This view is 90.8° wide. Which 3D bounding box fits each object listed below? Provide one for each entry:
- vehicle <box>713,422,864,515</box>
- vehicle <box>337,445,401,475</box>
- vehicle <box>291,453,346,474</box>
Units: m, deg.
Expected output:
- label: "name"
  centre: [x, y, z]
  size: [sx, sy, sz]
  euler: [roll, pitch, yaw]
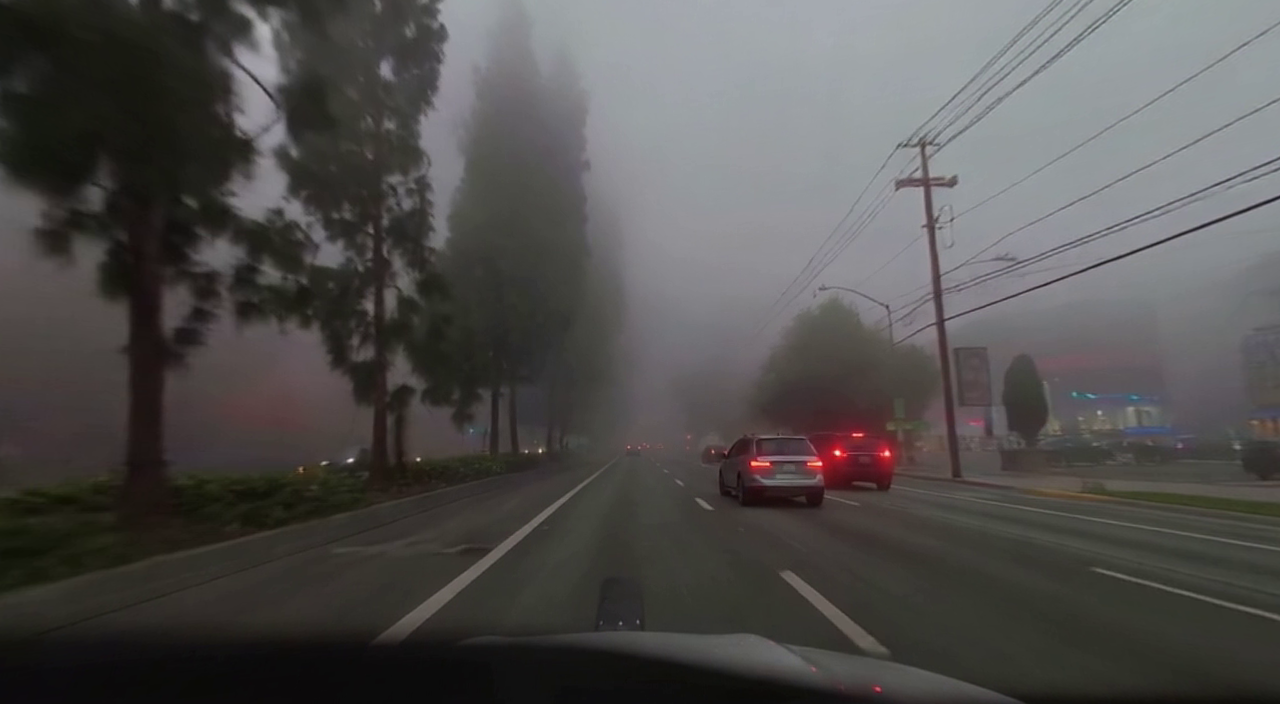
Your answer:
- label: "vehicle"
  centre: [2.987, 2.469, 13.823]
  size: [2.128, 1.699, 4.222]
  euler: [0, -8, -2]
- label: "vehicle"
  centre: [-16.479, 6.565, 38.690]
  size: [1.933, 1.677, 4.400]
  euler: [0, -8, 1]
- label: "vehicle"
  centre: [-24.297, 8.400, 47.865]
  size: [1.828, 1.470, 4.512]
  euler: [0, -8, 0]
